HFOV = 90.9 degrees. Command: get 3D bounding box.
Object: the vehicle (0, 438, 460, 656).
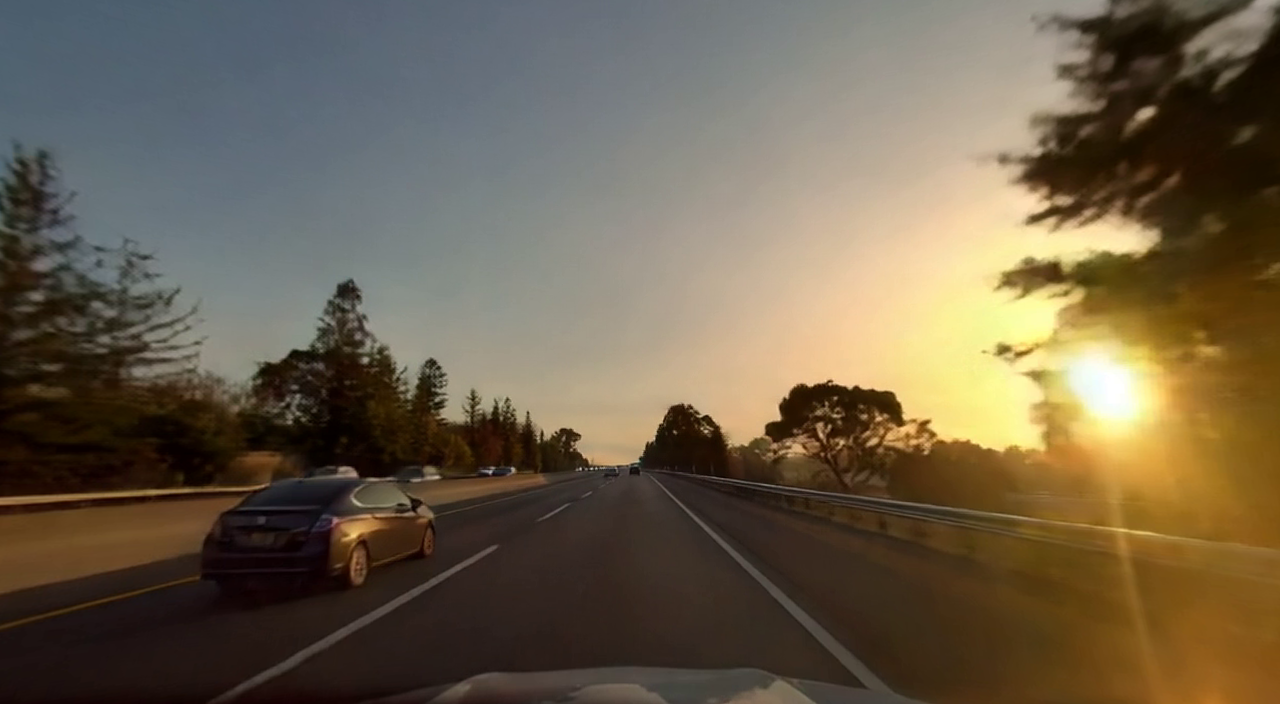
[{"bbox_3d":[-3.813,1.801,6.895,2.146,1.441,5.020,1,-10,1],"label":"vehicle"}]
